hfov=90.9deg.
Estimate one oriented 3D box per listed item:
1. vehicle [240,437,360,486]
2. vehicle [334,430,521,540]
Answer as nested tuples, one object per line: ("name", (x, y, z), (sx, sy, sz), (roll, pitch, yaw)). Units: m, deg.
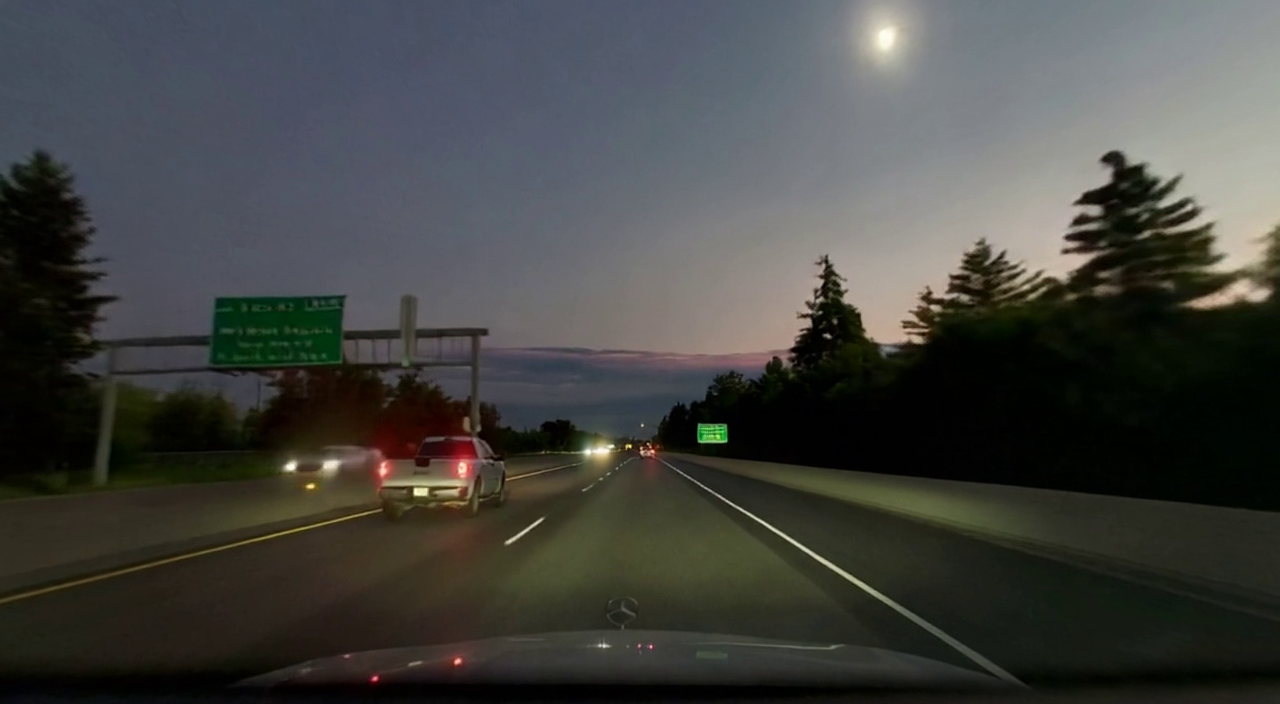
("vehicle", (-15.937, 5.162, 30.068), (2.416, 2.072, 5.800), (0, -9, 0))
("vehicle", (-3.595, 2.317, 11.547), (2.009, 1.638, 3.968), (0, -9, 0))
